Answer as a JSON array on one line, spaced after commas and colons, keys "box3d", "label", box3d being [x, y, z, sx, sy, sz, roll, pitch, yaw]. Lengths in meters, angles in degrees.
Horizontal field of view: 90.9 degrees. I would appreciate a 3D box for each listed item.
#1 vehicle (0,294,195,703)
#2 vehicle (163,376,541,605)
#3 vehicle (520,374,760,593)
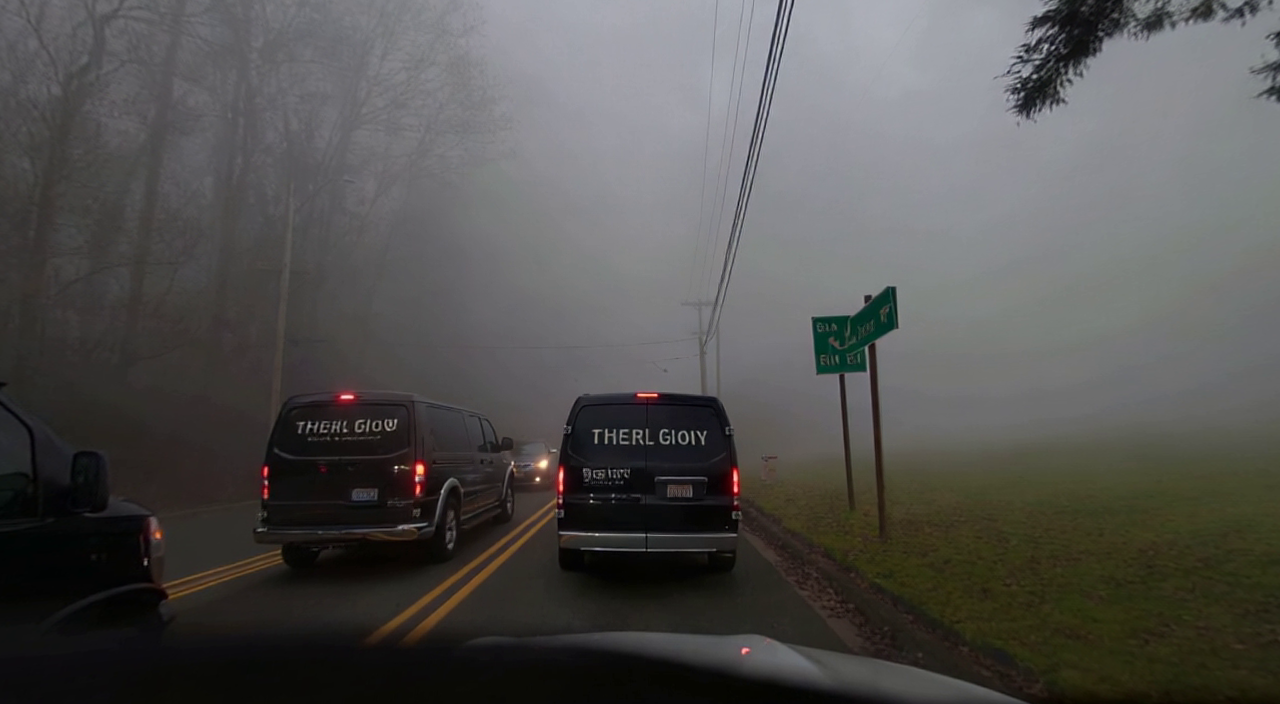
[{"box3d": [-3.125, 0.473, 0.237, 2.160, 1.796, 4.997, 0, -8, 1], "label": "vehicle"}, {"box3d": [-2.755, 1.481, 7.618, 2.109, 1.851, 4.749, -1, -8, 3], "label": "vehicle"}, {"box3d": [0.107, 1.461, 7.690, 2.117, 1.911, 4.095, -1, -8, 3], "label": "vehicle"}]
